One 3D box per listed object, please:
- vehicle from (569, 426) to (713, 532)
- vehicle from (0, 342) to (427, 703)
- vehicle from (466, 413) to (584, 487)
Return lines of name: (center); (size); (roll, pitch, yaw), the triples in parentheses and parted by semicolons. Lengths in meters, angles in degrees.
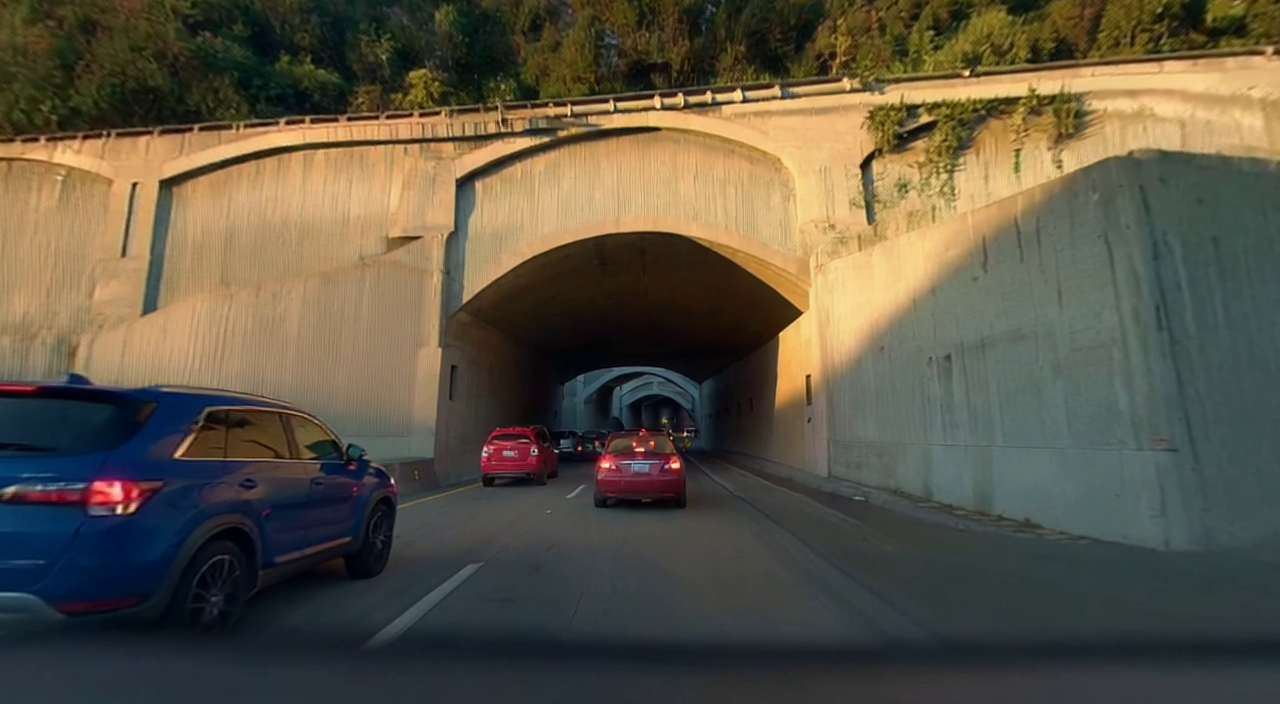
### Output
vehicle: (0.076, 2.099, 10.978); (2.020, 1.478, 4.092); (0, -8, 2)
vehicle: (-3.535, 1.168, 4.974); (2.017, 1.761, 4.572); (0, -8, 1)
vehicle: (-3.323, 3.029, 19.644); (2.329, 1.948, 5.800); (-1, -8, 3)
